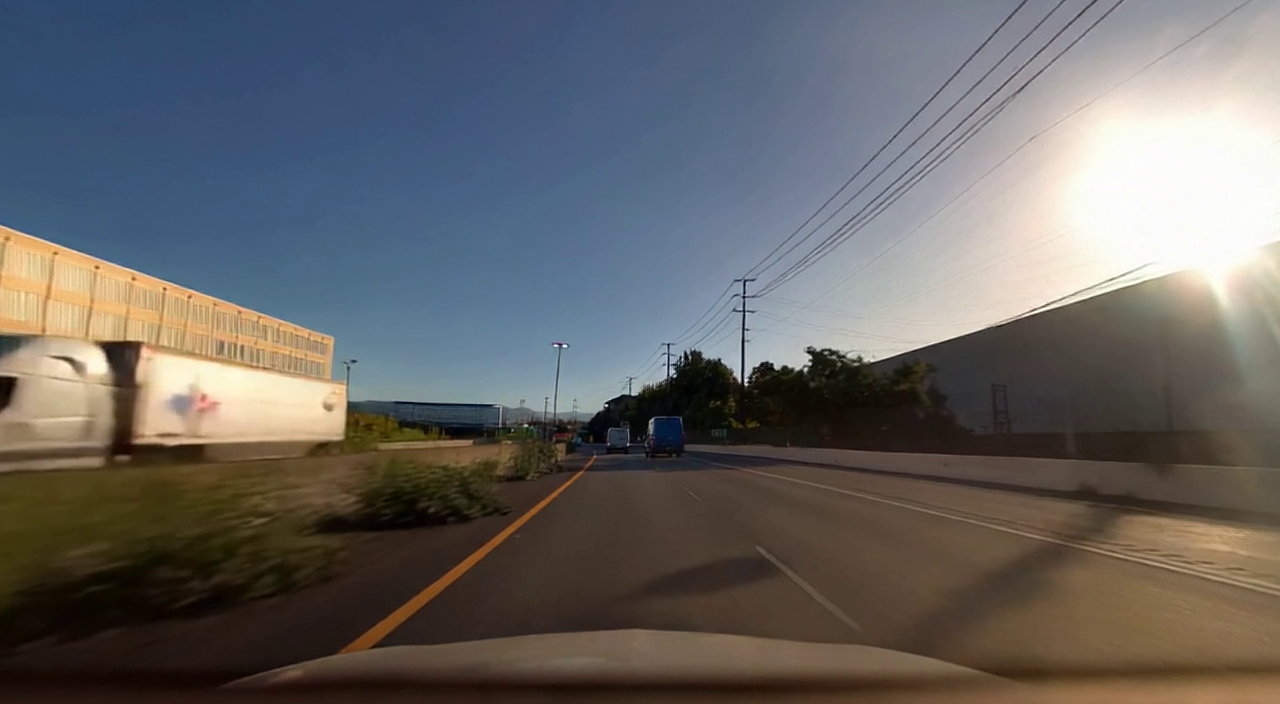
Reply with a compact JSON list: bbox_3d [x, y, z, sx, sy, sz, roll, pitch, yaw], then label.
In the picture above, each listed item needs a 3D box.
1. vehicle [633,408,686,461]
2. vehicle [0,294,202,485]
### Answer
[{"bbox_3d":[1.151,5.478,41.683,2.713,3.140,6.640,0,-8,-5],"label":"vehicle"},{"bbox_3d":[-14.954,1.186,16.151,2.980,4.019,6.068,0,-8,-1],"label":"vehicle"}]
